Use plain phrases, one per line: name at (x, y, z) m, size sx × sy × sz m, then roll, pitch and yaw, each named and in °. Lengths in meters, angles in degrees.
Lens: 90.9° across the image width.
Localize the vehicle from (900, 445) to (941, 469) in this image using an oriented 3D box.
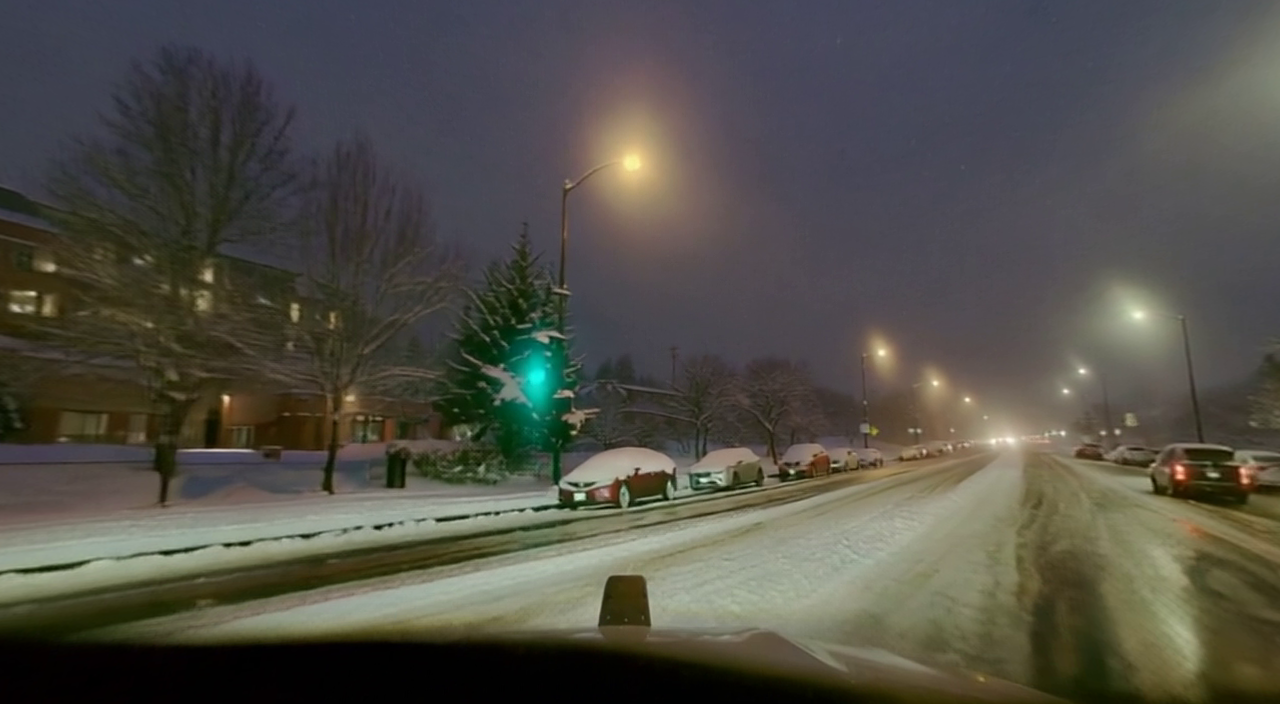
vehicle at (18.580, 6.920, 41.649) m, size 1.852 × 1.465 × 4.092 m, roll -5°, pitch -10°, yaw 31°

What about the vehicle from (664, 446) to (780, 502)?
vehicle at (2.918, 4.052, 21.566) m, size 2.179 × 1.658 × 4.765 m, roll -5°, pitch -10°, yaw 31°

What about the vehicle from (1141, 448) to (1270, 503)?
vehicle at (18.654, 4.017, 21.078) m, size 2.148 × 1.488 × 4.508 m, roll -2°, pitch -8°, yaw 28°

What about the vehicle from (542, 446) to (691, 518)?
vehicle at (-0.458, 3.316, 16.701) m, size 1.922 × 1.628 × 4.291 m, roll -5°, pitch -10°, yaw 30°

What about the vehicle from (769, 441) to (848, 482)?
vehicle at (8.403, 5.341, 31.077) m, size 2.171 × 1.816 × 5.274 m, roll -6°, pitch -10°, yaw 33°
